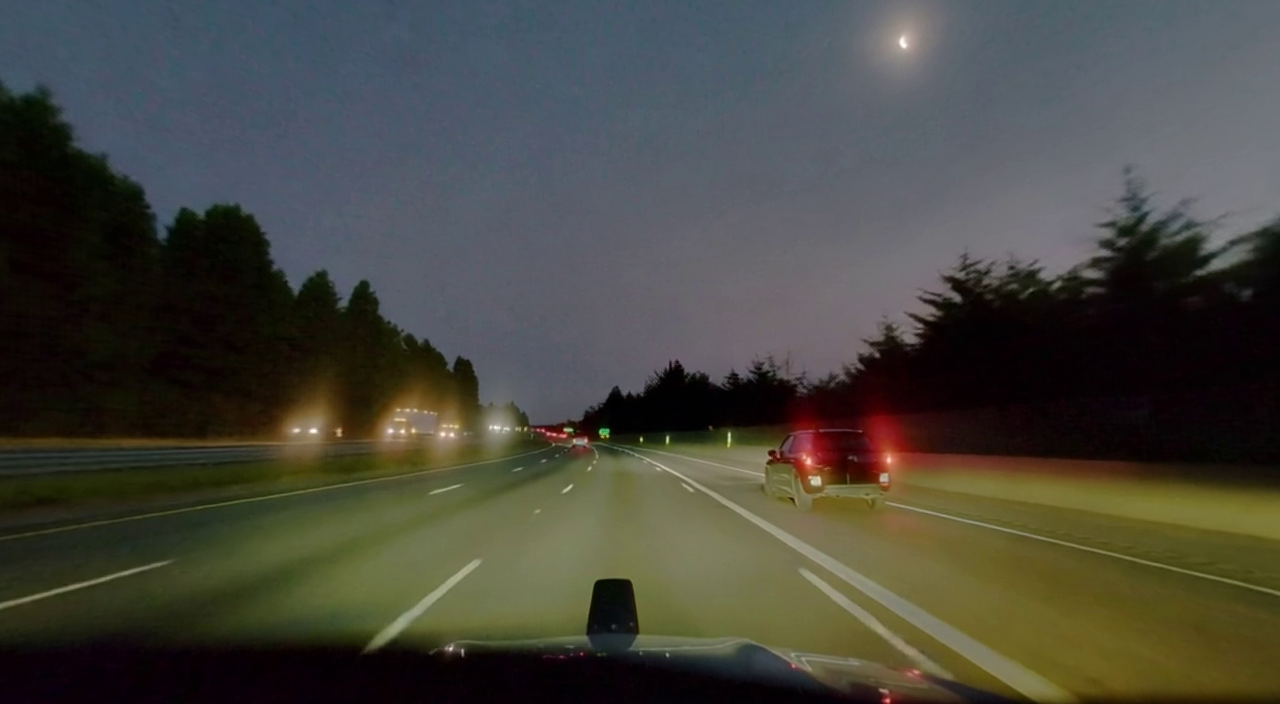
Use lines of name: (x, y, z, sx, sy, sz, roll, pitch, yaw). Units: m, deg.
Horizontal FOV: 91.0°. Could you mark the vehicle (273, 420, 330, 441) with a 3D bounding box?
vehicle: (-26.392, 6.158, 49.233, 1.784, 1.525, 5.025, 0, -8, -2)
